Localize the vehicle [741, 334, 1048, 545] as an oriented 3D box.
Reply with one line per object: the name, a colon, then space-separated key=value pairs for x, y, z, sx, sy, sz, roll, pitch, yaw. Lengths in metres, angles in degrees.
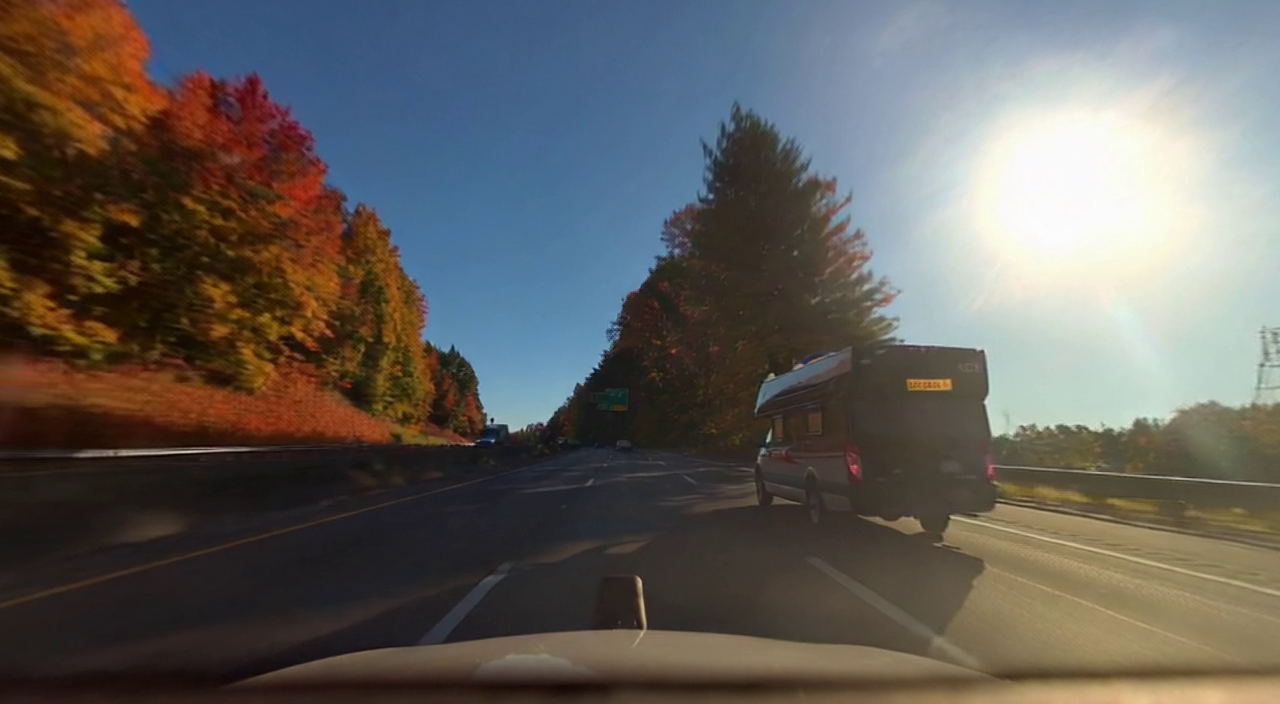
vehicle: x=4.036 y=1.656 z=12.192 sx=2.815 sy=2.876 sz=7.101 roll=0 pitch=-8 yaw=-1
